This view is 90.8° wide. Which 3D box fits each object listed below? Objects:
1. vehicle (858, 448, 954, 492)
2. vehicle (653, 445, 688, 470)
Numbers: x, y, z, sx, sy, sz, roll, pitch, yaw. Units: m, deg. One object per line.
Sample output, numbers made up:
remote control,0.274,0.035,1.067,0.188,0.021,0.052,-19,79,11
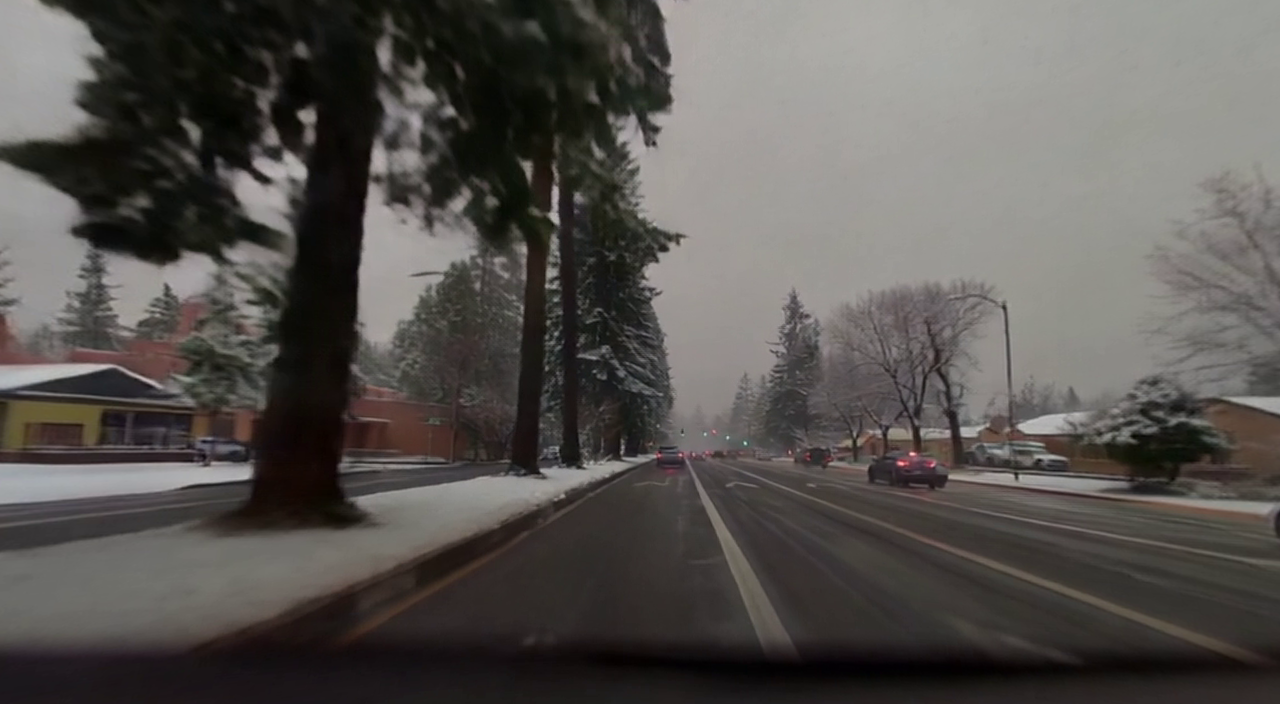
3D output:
vehicle,9.873,4.393,23.844,2.020,1.472,3.958,0,-8,2
vehicle,1.847,6.466,39.017,2.077,1.477,3.897,0,-8,2
